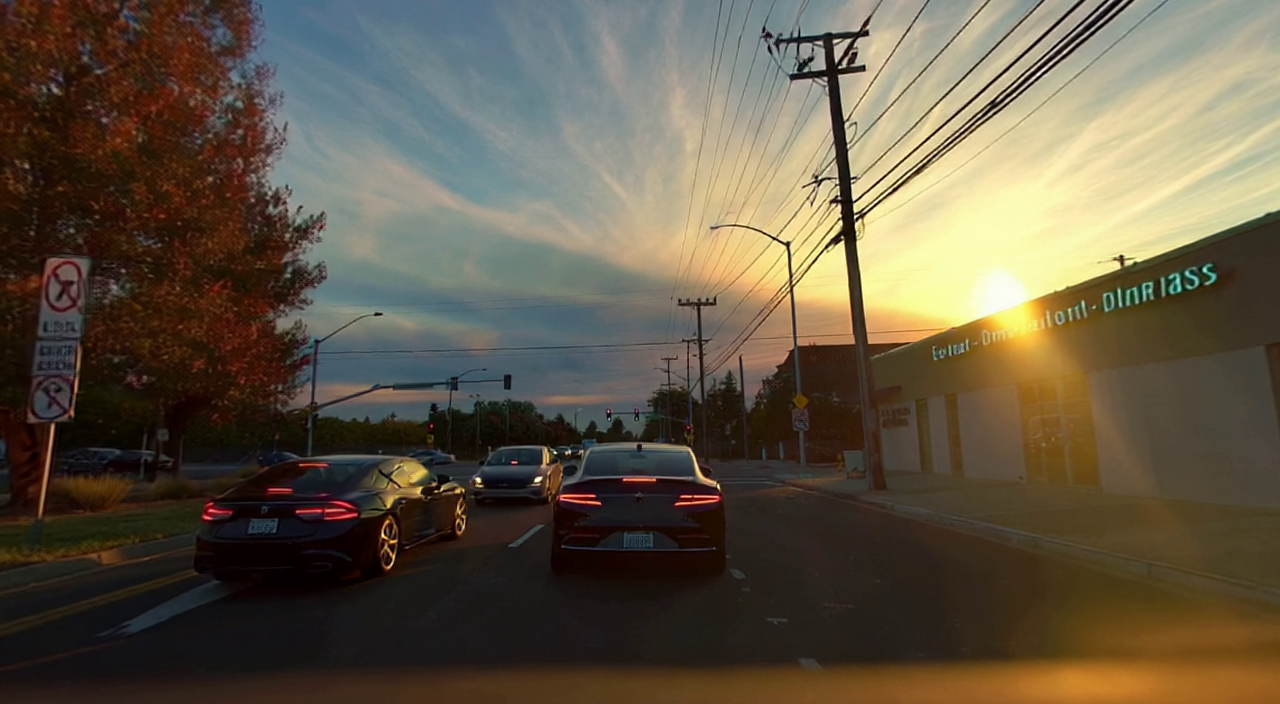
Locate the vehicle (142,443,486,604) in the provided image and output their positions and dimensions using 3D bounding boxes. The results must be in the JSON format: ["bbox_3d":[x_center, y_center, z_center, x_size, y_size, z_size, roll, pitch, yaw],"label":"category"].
[{"bbox_3d":[-3.227,1.737,7.330,1.765,1.319,4.013,0,-9,2],"label":"vehicle"}]

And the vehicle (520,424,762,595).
[{"bbox_3d":[-0.001,1.674,7.540,2.101,1.469,3.955,0,-9,0],"label":"vehicle"}]
